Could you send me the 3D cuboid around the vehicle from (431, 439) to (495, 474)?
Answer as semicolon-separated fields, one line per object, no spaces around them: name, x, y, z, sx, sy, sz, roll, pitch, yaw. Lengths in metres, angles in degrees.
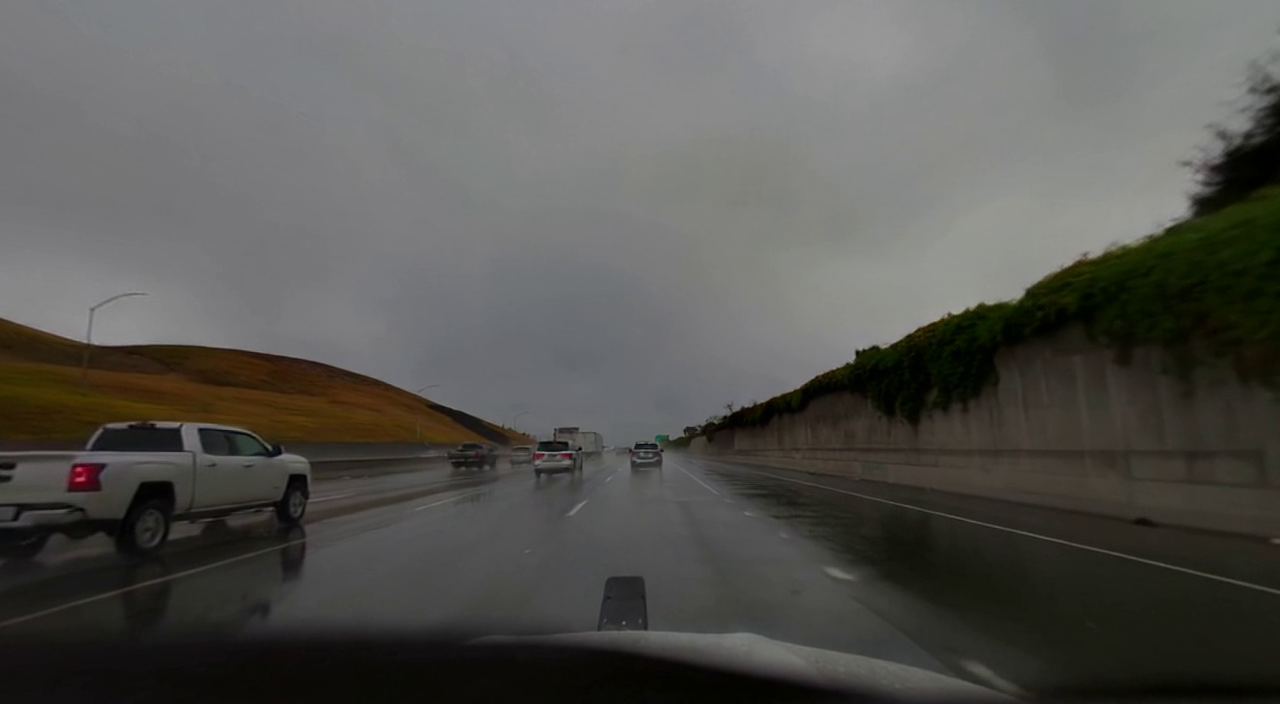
vehicle;-10.606;6.290;38.218;2.230;1.928;5.333;0;-9;1

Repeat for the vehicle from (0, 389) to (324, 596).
vehicle;-6.648;1.660;8.382;2.108;1.856;5.214;0;-9;1

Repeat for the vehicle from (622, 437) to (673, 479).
vehicle;0.332;4.950;29.726;2.233;1.804;4.273;0;-9;0

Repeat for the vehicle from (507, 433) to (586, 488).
vehicle;-3.291;3.937;23.206;2.093;1.820;4.506;0;-9;1
